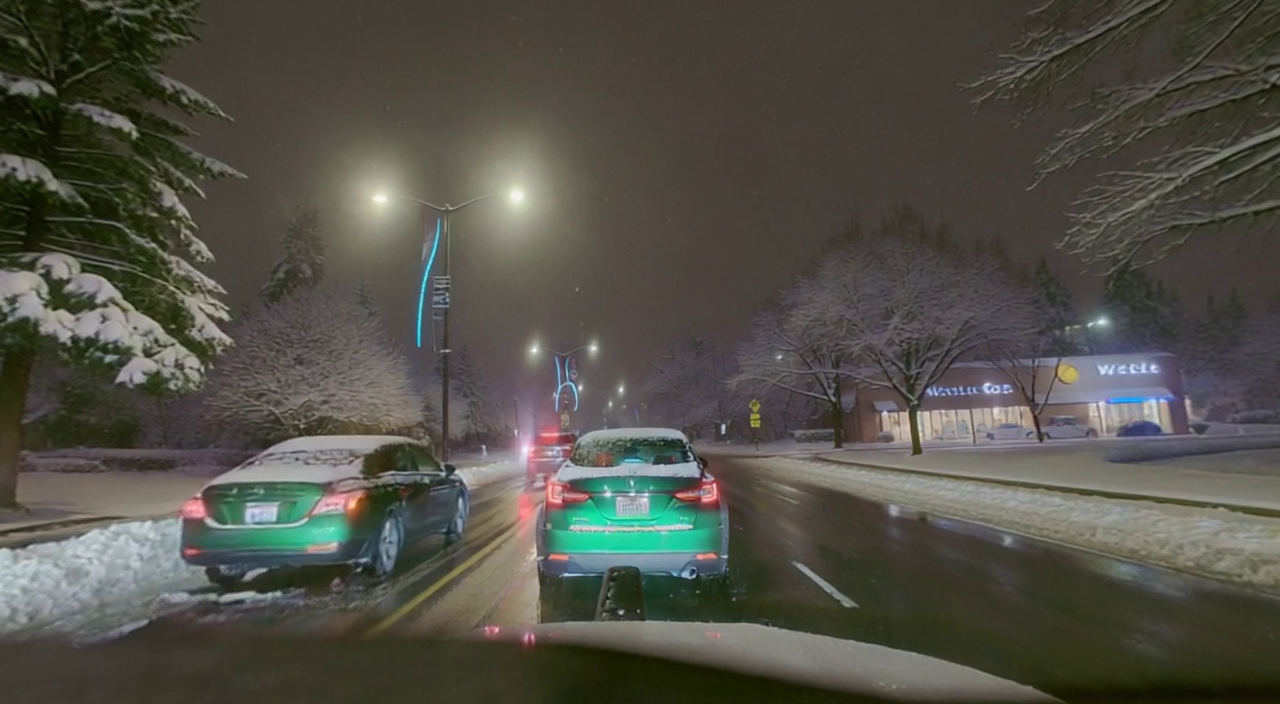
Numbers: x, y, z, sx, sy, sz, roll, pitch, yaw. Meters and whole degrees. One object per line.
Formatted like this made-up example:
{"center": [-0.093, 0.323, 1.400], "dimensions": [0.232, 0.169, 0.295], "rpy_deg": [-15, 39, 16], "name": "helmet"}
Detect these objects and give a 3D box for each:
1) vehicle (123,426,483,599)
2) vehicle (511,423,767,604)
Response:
{"center": [-3.506, 1.734, 7.801], "dimensions": [1.961, 1.487, 4.453], "rpy_deg": [0, -8, 0], "name": "vehicle"}
{"center": [-0.067, 1.638, 7.309], "dimensions": [2.126, 1.475, 3.967], "rpy_deg": [0, -8, -2], "name": "vehicle"}
